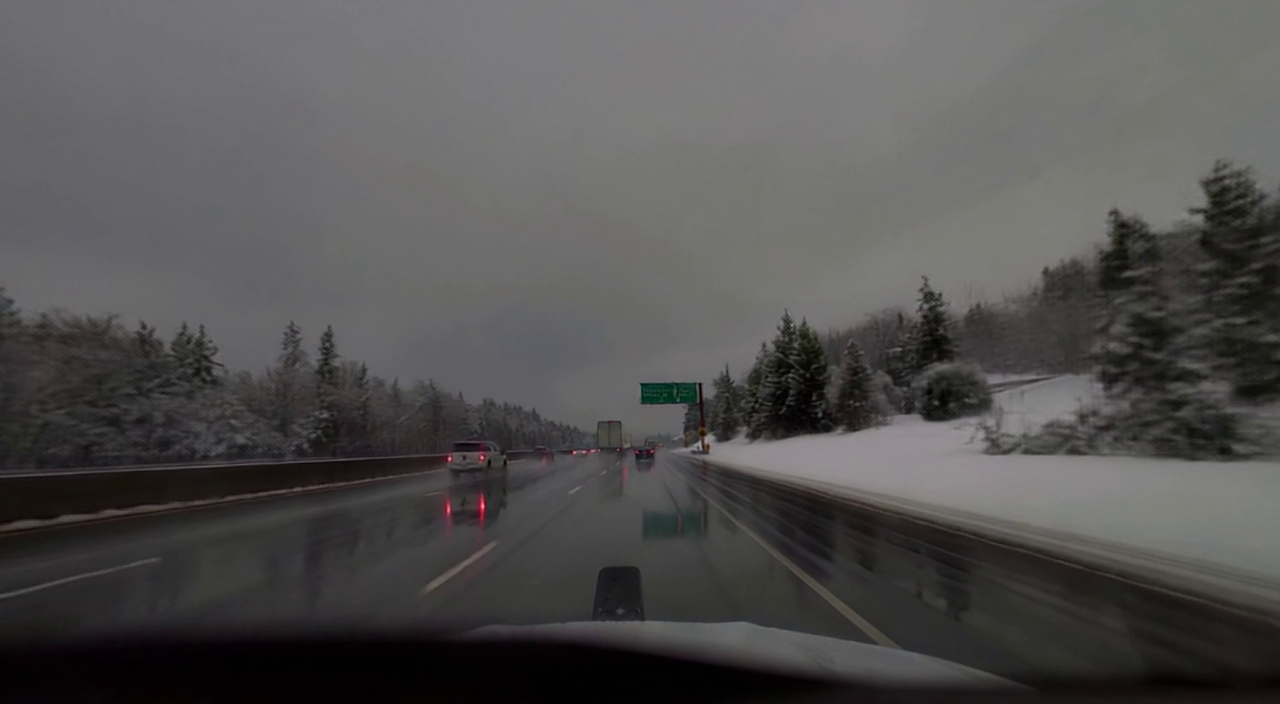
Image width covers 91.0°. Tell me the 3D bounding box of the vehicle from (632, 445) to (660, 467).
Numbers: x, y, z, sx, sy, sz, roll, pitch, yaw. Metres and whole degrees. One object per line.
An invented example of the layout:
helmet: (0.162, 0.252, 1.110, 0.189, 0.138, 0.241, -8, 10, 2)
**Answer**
vehicle: (0.463, 7.426, 45.170, 1.931, 1.528, 4.126, 0, -9, 1)

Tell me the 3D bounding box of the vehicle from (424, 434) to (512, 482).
vehicle: (-7.150, 4.472, 26.875, 2.115, 1.778, 5.572, 0, -9, 1)
